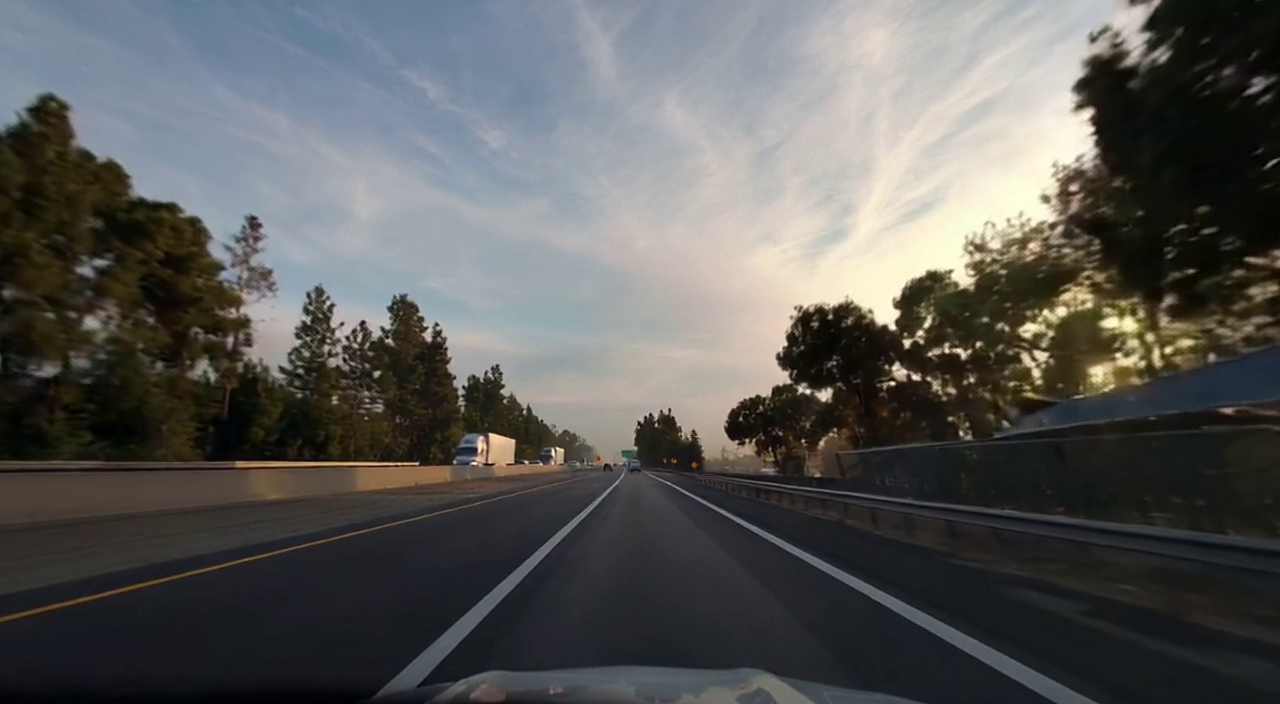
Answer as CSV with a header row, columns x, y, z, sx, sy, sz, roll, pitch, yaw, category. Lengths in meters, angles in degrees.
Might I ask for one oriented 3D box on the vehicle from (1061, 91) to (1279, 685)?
x,y,z,sx,sy,sz,roll,pitch,yaw,category
5.143,0.289,4.446,1.837,3.859,3.230,0,-10,1,vehicle
